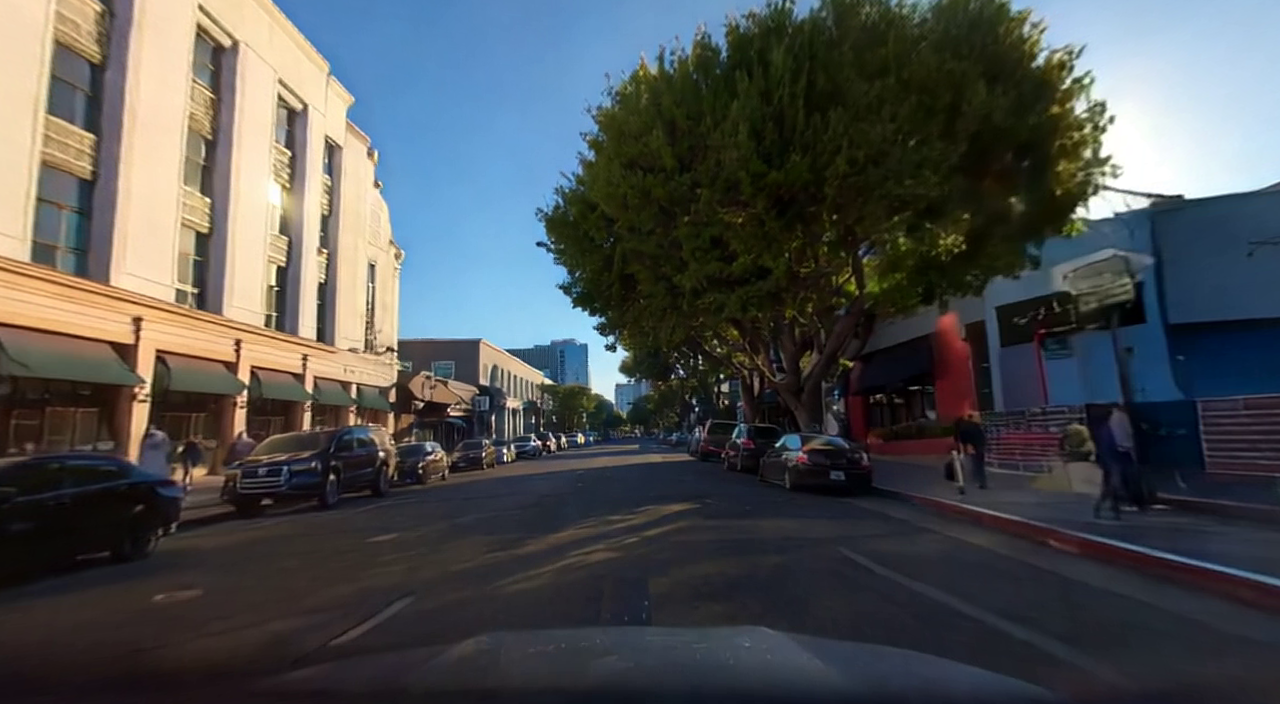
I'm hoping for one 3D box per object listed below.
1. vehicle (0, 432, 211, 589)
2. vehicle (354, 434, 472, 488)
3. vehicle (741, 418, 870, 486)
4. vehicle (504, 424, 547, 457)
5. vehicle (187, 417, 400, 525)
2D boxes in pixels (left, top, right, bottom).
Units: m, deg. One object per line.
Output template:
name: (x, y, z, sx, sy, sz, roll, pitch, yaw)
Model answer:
vehicle: (-7.138, 1.670, 6.861, 1.917, 1.487, 4.659, -2, -8, -4)
vehicle: (-7.238, 3.500, 20.736, 2.001, 1.502, 4.851, -1, -8, 1)
vehicle: (4.059, 2.570, 16.444, 1.973, 1.494, 4.867, 0, -8, -1)
vehicle: (-7.270, 5.758, 40.557, 1.996, 1.770, 5.518, -1, -10, -3)
vehicle: (-7.218, 2.456, 13.911, 2.238, 1.891, 4.780, -1, -7, -3)
